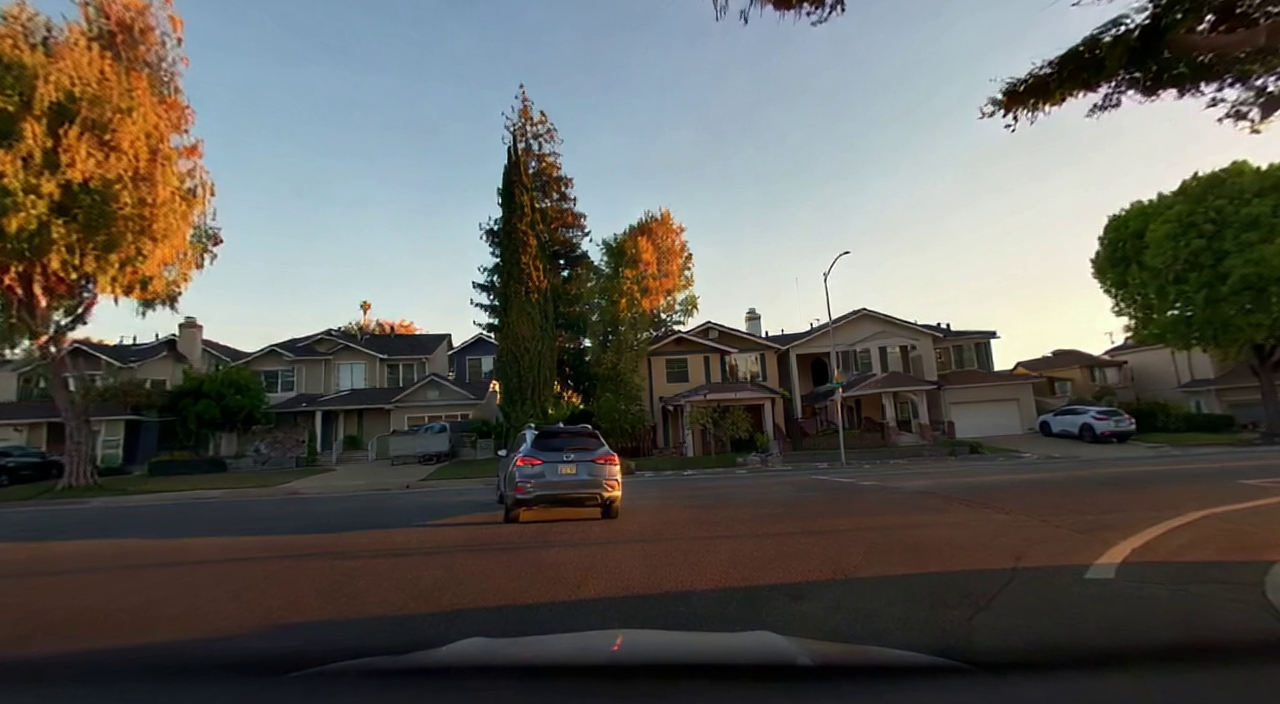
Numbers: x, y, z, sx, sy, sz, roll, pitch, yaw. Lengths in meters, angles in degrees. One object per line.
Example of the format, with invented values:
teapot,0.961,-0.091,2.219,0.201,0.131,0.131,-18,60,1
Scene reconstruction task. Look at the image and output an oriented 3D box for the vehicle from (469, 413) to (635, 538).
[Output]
vehicle,-1.743,2.045,11.069,2.145,1.695,4.210,3,-9,-18
